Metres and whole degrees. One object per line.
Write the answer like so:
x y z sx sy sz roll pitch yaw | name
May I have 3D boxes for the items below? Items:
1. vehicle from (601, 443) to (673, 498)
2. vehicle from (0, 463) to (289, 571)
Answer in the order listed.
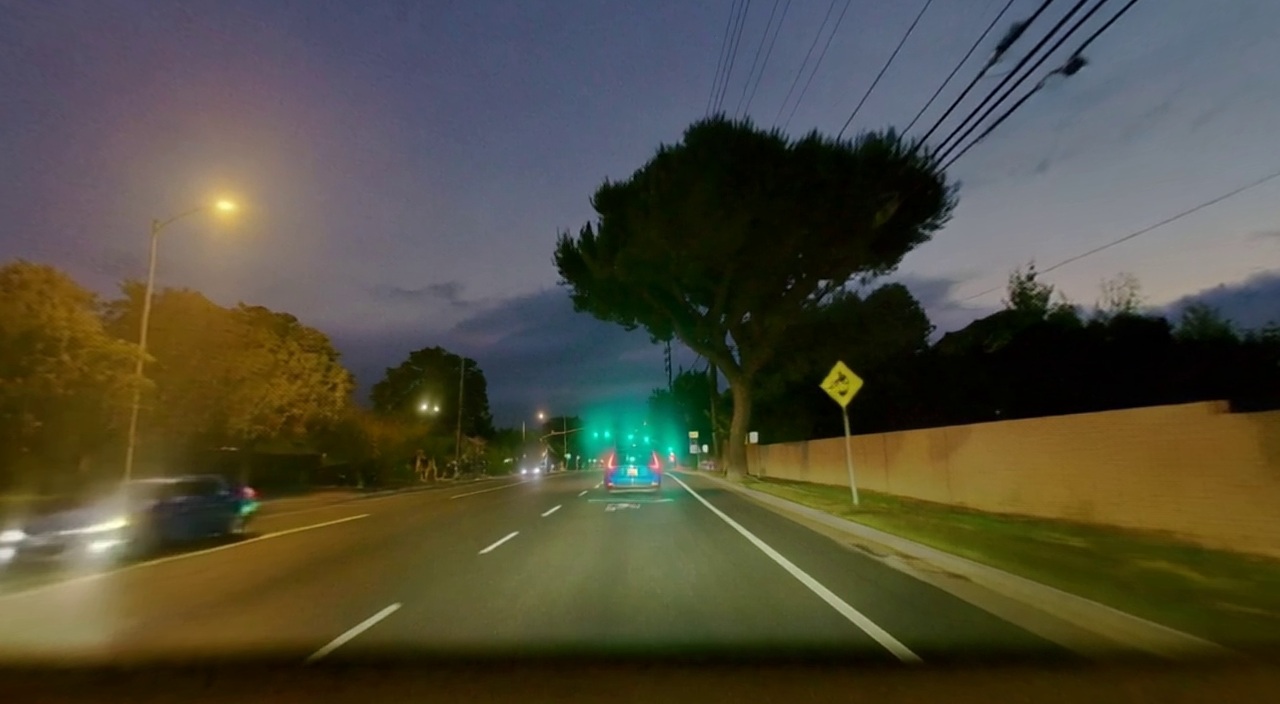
-0.111 3.942 21.509 2.200 1.653 4.127 0 -8 0 | vehicle
-9.082 2.958 12.092 1.960 1.490 4.674 0 -8 0 | vehicle
